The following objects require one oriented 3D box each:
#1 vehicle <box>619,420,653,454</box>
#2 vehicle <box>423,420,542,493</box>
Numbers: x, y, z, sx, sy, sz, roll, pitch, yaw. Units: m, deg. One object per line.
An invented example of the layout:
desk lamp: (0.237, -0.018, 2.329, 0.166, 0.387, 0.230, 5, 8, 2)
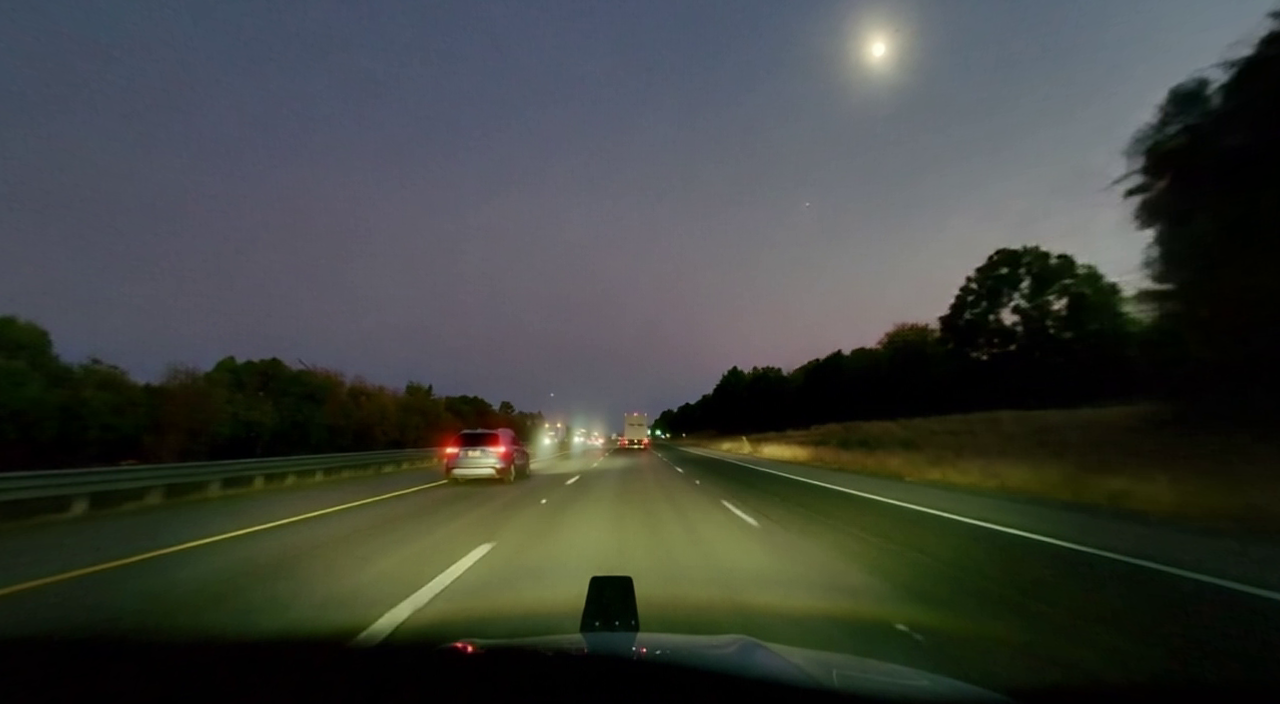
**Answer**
vehicle: (-0.318, 6.570, 48.684, 2.526, 2.531, 5.026, 0, -8, -1)
vehicle: (-3.952, 2.680, 16.617, 2.045, 1.655, 4.301, 0, -8, 0)
